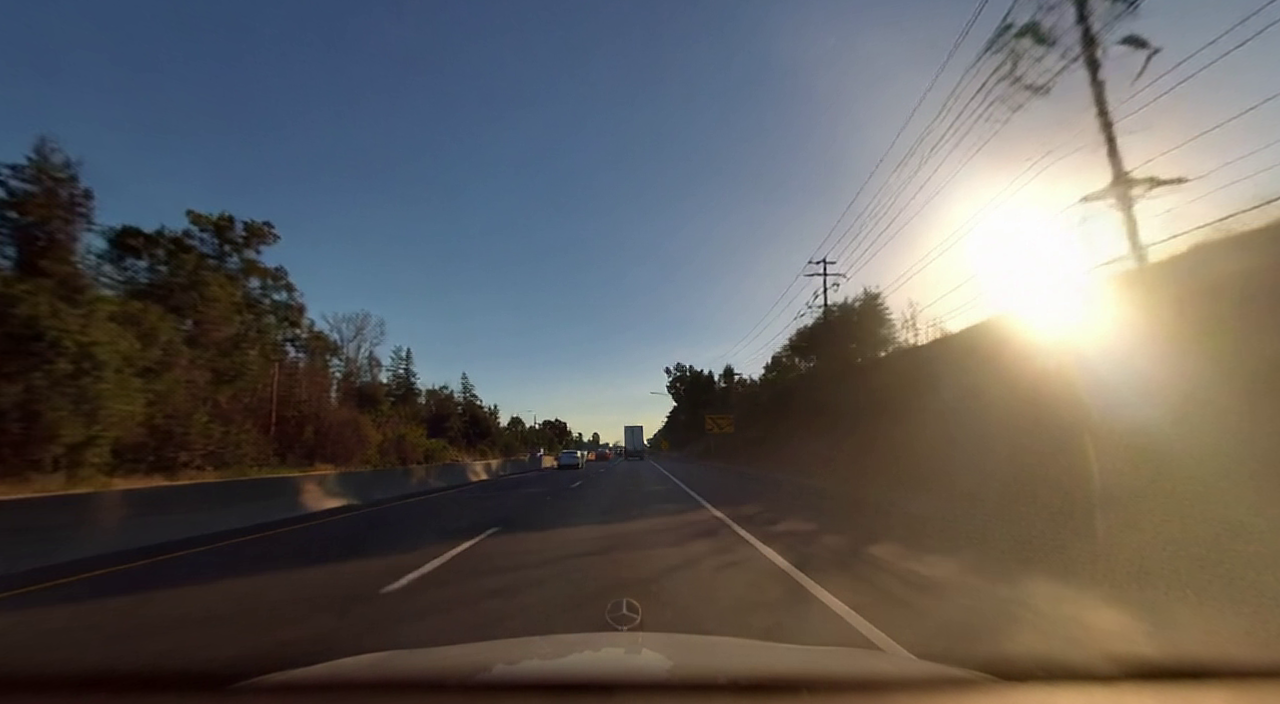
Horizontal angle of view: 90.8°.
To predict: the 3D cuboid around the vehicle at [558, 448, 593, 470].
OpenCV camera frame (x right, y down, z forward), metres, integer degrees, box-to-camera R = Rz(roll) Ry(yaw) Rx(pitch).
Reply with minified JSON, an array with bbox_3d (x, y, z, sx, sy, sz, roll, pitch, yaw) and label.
[{"bbox_3d":[-4.506,7.559,44.710,2.106,1.445,4.404,0,-9,-1],"label":"vehicle"}]
